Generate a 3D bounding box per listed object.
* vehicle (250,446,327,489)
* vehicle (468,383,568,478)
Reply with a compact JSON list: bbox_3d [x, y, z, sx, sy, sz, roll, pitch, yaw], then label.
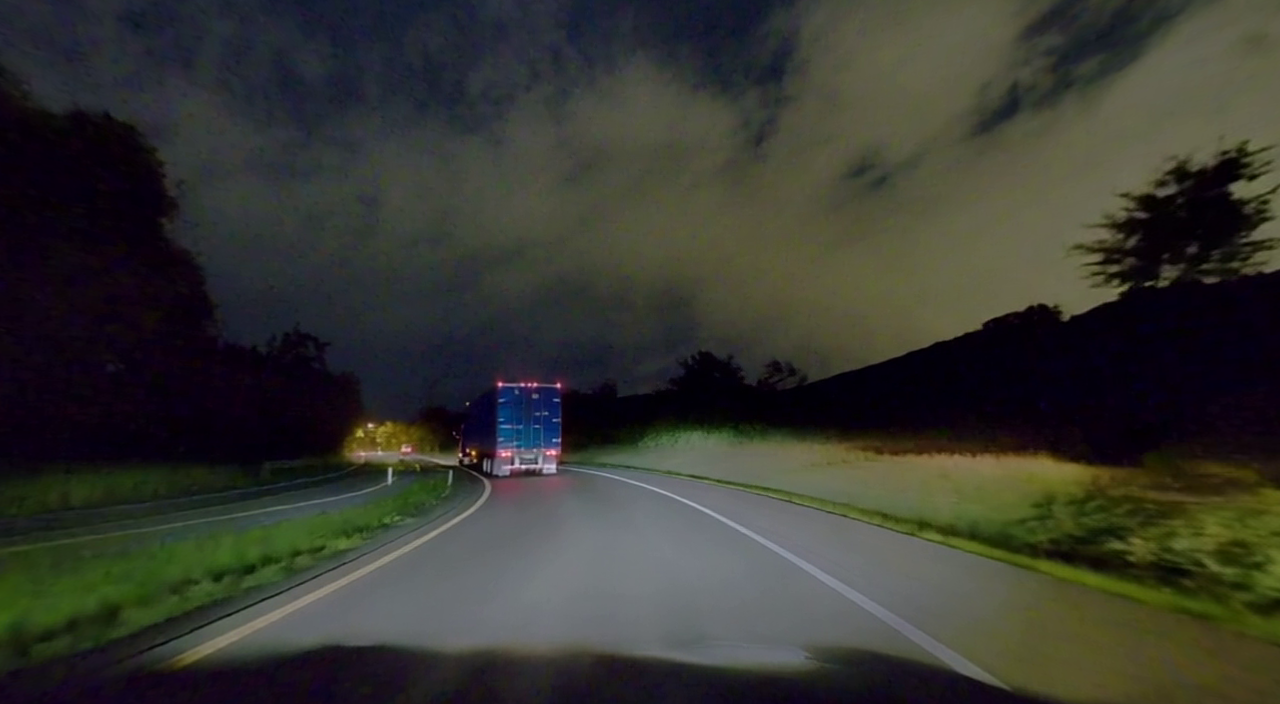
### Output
[{"bbox_3d":[-13.740,4.486,24.875,1.988,1.493,4.333,3,-9,-21],"label":"vehicle"},{"bbox_3d":[-7.145,4.406,34.576,3.087,4.178,13.682,2,-8,-21],"label":"vehicle"}]
